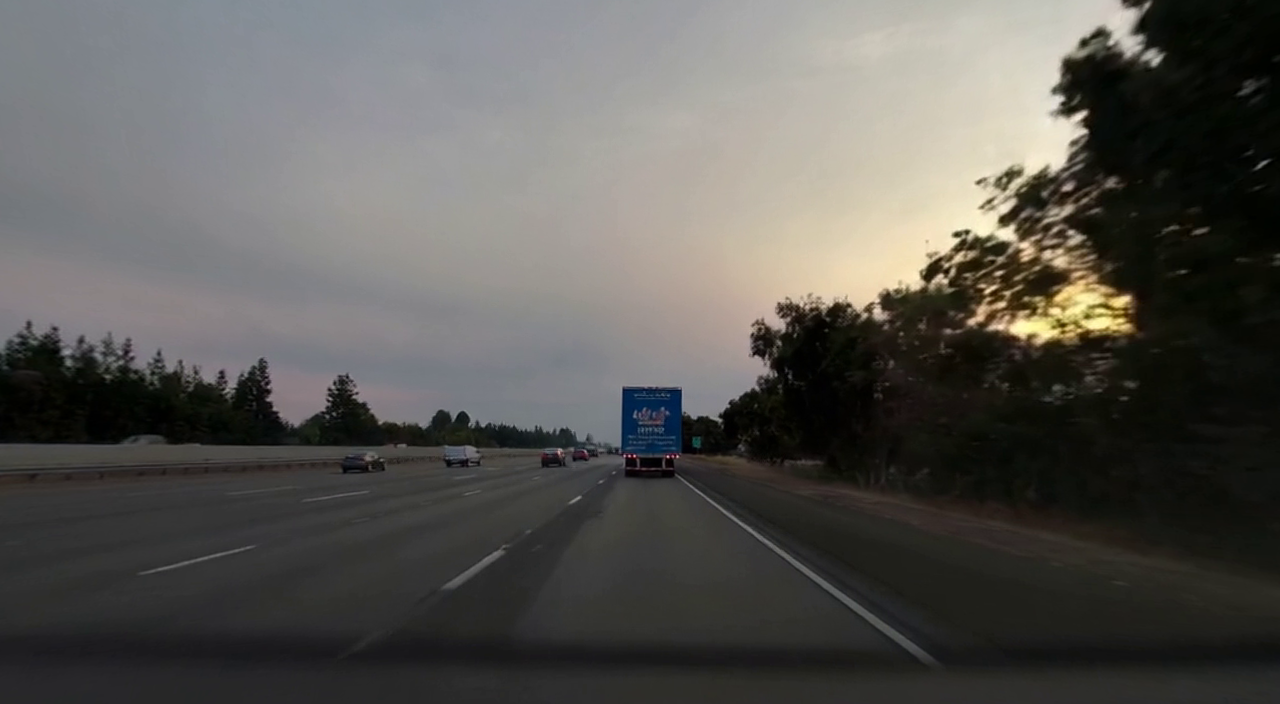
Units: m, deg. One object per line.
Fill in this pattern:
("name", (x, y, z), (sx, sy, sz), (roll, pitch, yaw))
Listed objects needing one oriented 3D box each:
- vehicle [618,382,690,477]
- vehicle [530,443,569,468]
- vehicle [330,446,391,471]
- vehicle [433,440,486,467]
("vehicle", (0.553, 4.560, 35.494), (3.140, 4.100, 15.551), (1, -9, 0))
("vehicle", (-6.832, 7.841, 48.102), (2.152, 1.732, 4.782), (0, -8, 1))
("vehicle", (-18.034, 6.882, 41.001), (1.901, 1.485, 4.279), (0, -8, 1))
("vehicle", (-13.690, 7.744, 48.290), (2.296, 1.907, 5.659), (0, -8, 1))
